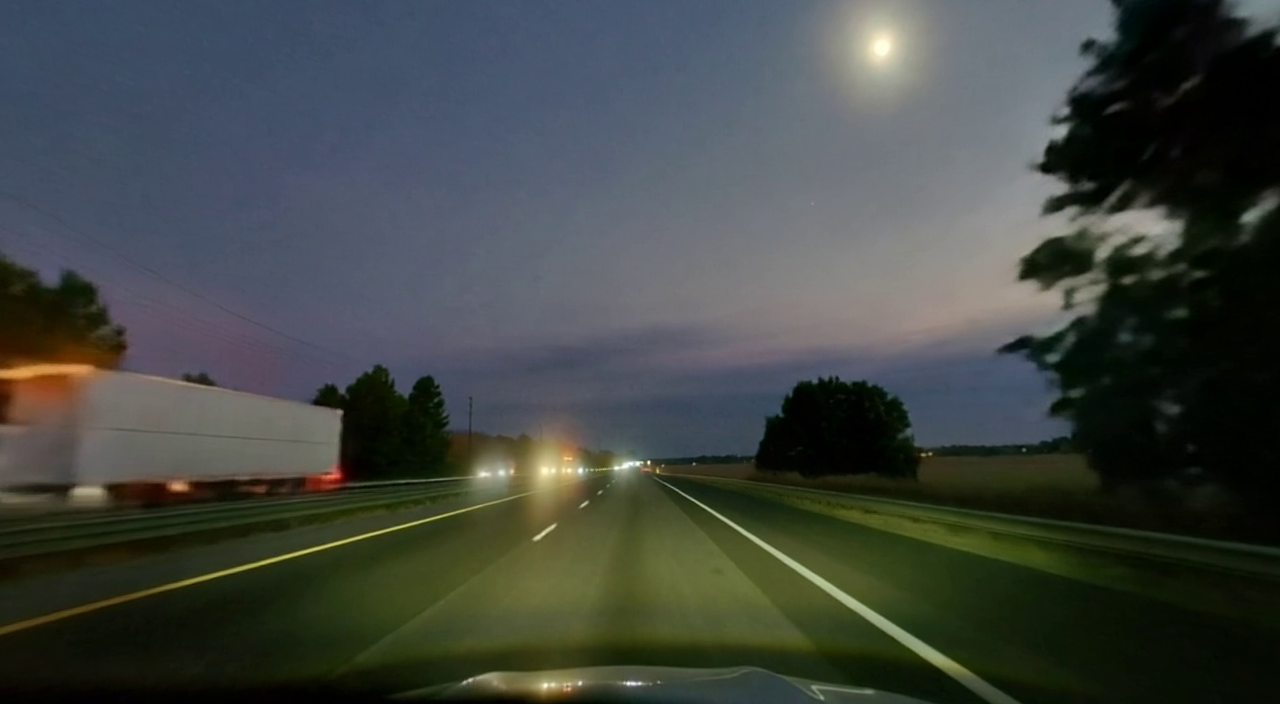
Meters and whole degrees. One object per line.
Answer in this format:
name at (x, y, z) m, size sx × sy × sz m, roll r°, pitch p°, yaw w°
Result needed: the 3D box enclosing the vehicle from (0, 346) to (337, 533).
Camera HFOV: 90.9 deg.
vehicle at (-16.007, 3.281, 21.364) m, size 3.208 × 4.122 × 16.588 m, roll 1°, pitch -10°, yaw 0°
